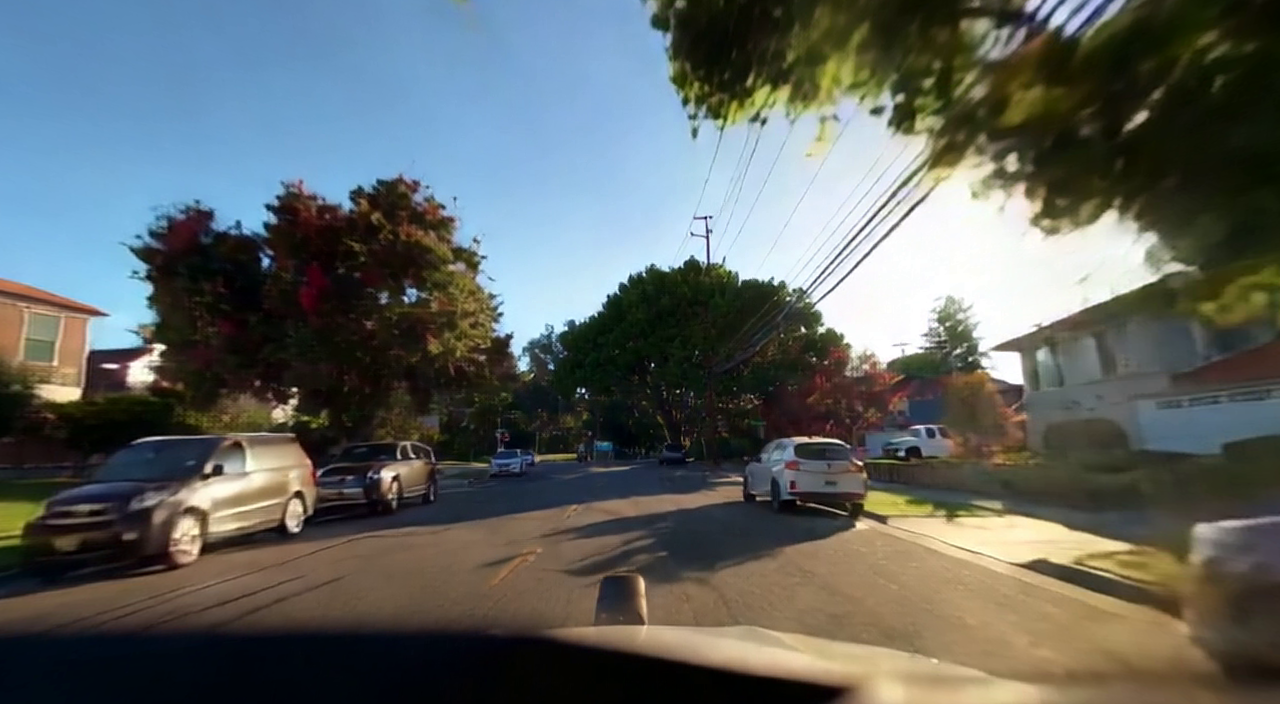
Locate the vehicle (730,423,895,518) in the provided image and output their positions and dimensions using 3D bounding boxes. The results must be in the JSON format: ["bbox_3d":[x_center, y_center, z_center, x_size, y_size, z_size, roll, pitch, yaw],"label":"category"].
[{"bbox_3d":[3.635,2.665,14.672,2.178,1.757,5.495,0,-9,-1],"label":"vehicle"}]

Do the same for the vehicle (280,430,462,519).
[{"bbox_3d":[-6.308,2.949,15.709,2.158,1.817,5.230,0,-9,0],"label":"vehicle"}]

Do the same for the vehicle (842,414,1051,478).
[{"bbox_3d":[17.032,5.289,35.390,10.500,3.344,2.906,1,-9,-8],"label":"vehicle"}]

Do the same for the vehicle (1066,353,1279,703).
[{"bbox_3d":[3.742,0.749,1.874,1.889,1.736,4.185,0,-9,-2],"label":"vehicle"}]

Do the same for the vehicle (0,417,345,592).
[{"bbox_3d":[-6.291,1.940,8.907,2.031,1.799,4.587,0,-9,0],"label":"vehicle"}]

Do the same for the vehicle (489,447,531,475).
[{"bbox_3d":[-7.210,6.084,35.354,1.997,1.456,4.319,1,-9,-8],"label":"vehicle"}]
